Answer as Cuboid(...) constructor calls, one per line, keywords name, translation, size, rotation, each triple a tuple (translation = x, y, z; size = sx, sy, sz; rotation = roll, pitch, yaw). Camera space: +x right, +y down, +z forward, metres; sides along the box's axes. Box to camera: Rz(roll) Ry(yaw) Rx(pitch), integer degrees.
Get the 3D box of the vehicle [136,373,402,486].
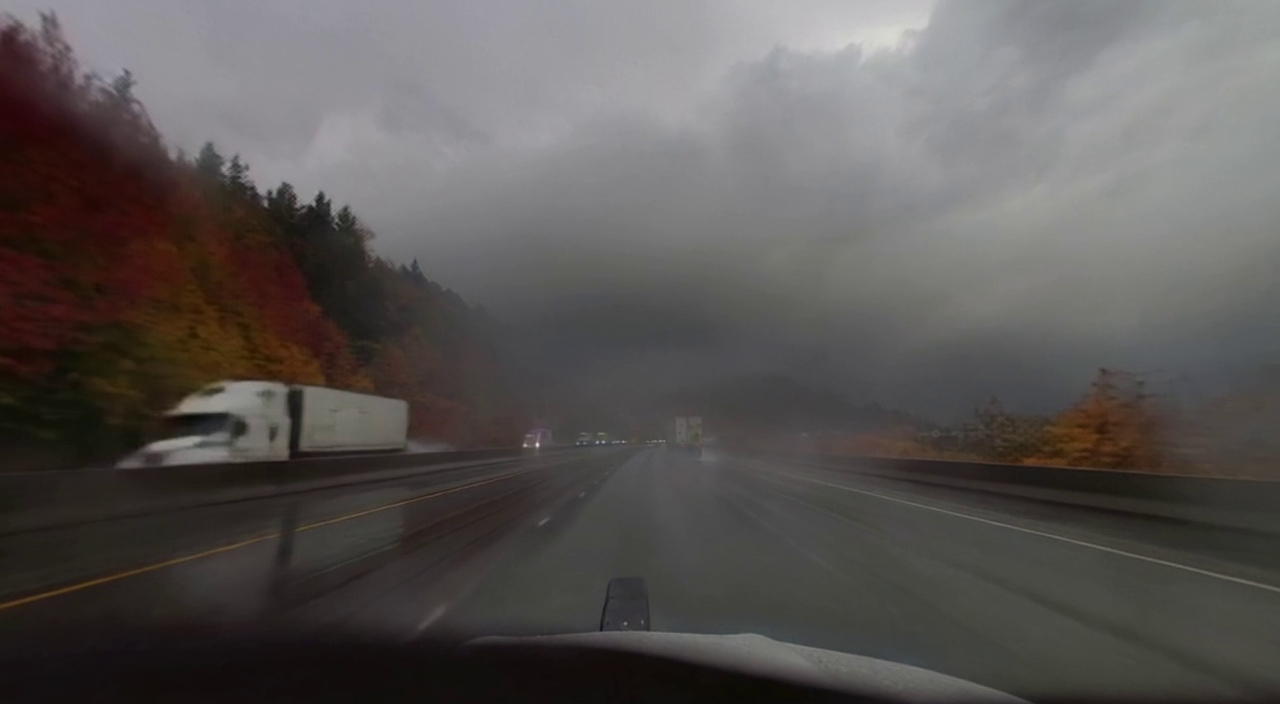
Cuboid(name="vehicle", translation=(-15.857, 3.769, 29.574), size=(3.490, 3.984, 14.592), rotation=(0, -8, 1))
